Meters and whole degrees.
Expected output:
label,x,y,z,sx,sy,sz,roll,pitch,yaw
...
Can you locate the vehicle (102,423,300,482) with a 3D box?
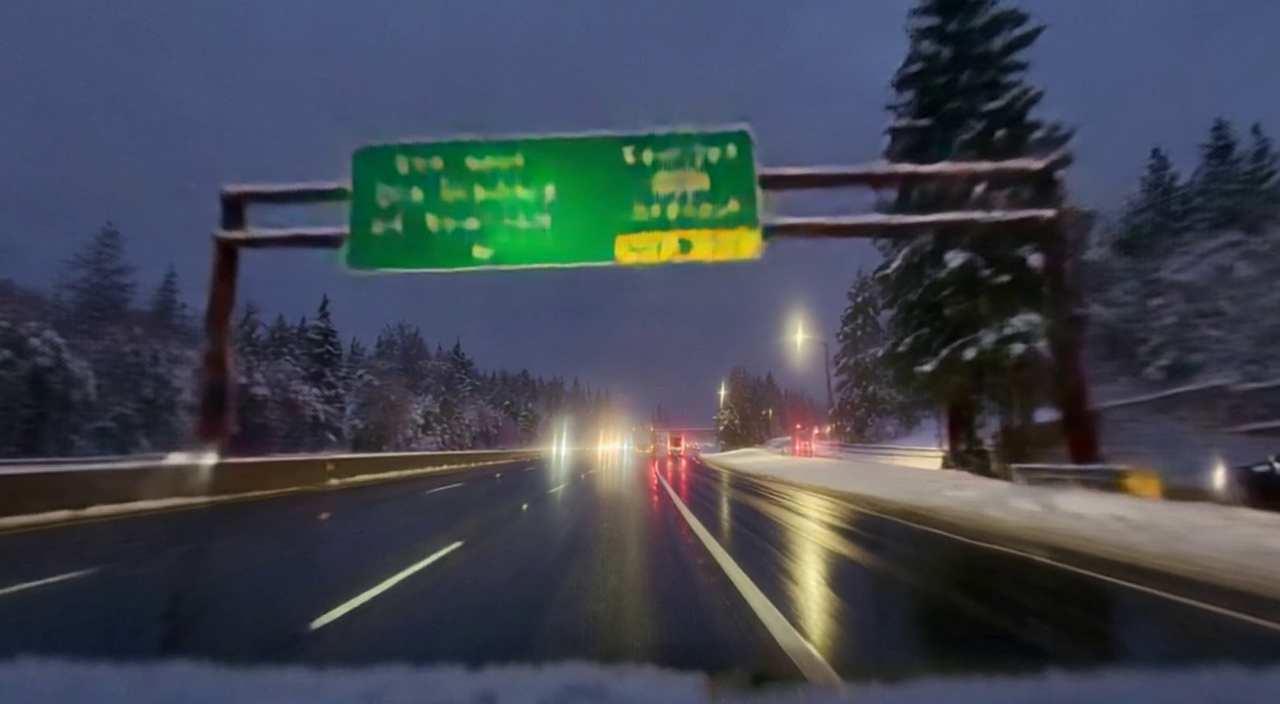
label,x,y,z,sx,sy,sz,roll,pitch,yaw
vehicle,-16.080,3.756,23.872,2.750,1.890,6.452,0,-9,2
